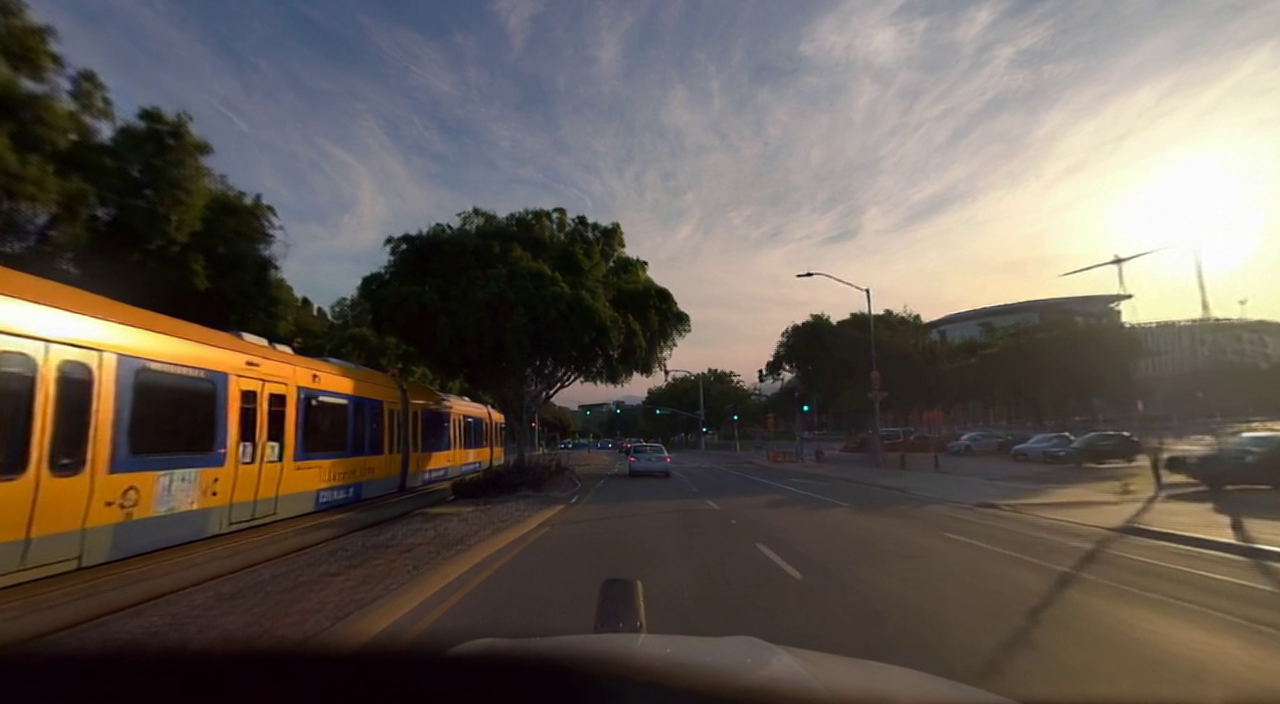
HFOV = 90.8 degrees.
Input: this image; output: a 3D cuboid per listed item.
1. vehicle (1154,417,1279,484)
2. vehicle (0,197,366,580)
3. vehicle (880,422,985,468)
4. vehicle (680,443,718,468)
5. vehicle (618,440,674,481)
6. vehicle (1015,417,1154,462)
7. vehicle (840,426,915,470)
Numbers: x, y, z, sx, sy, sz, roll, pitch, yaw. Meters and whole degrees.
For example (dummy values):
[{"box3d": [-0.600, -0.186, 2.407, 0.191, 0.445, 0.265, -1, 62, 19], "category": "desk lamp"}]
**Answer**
[{"box3d": [15.413, 2.400, 15.489, 1.780, 1.498, 4.611, 0, -9, 1], "category": "vehicle"}, {"box3d": [-7.680, 0.507, 7.370, 2.897, 3.700, 13.528, 0, -7, 0], "category": "vehicle"}, {"box3d": [13.353, 4.327, 29.359, 2.145, 1.911, 5.581, 0, -9, 0], "category": "vehicle"}, {"box3d": [3.598, 6.379, 39.260, 1.944, 1.447, 4.392, 0, -8, 0], "category": "vehicle"}, {"box3d": [0.220, 4.208, 24.800, 2.002, 1.471, 4.337, 0, -8, 0], "category": "vehicle"}, {"box3d": [19.581, 3.947, 28.288, 2.159, 1.817, 5.675, 0, -9, 0], "category": "vehicle"}, {"box3d": [13.424, 5.393, 36.129, 2.221, 2.116, 5.535, 1, -6, 1], "category": "vehicle"}]
